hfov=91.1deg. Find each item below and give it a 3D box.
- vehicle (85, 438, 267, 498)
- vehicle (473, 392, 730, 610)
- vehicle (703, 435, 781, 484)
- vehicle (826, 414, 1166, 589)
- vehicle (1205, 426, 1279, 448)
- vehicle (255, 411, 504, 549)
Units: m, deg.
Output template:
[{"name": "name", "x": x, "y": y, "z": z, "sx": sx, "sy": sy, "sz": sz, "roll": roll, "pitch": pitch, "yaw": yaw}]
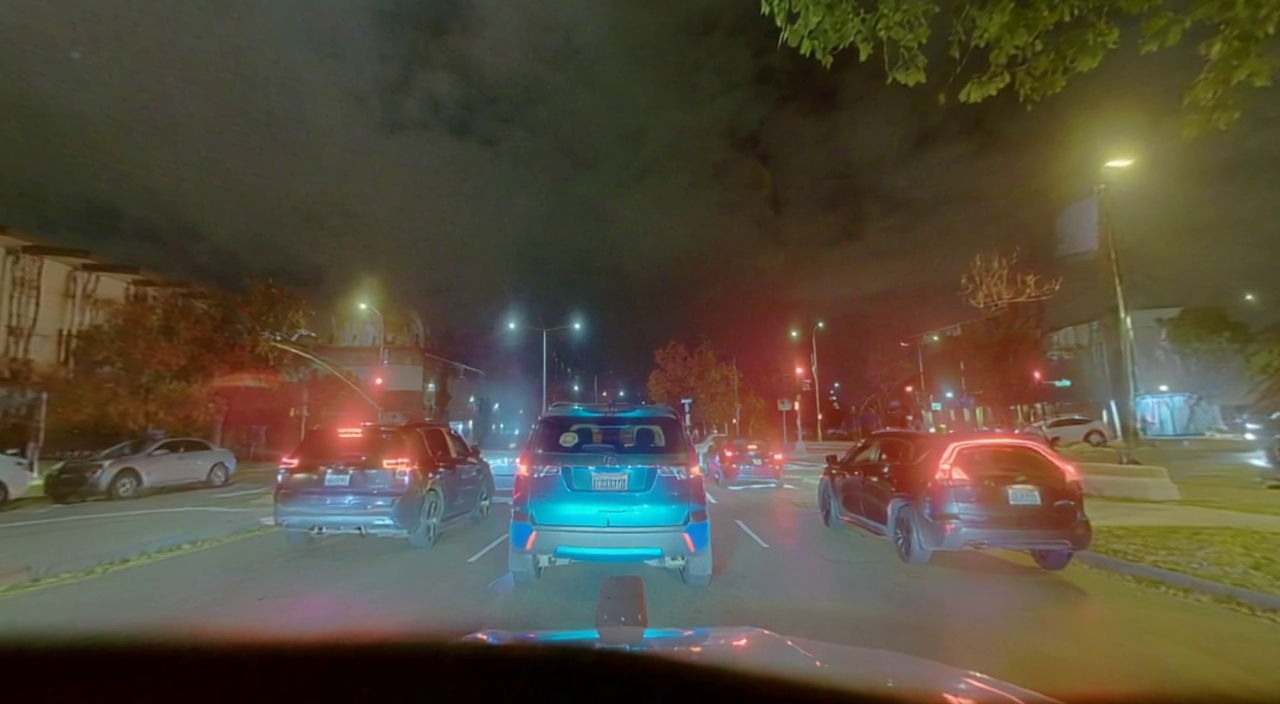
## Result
[{"name": "vehicle", "x": -15.240, "y": 3.803, "z": 21.149, "sx": 1.972, "sy": 1.759, "sz": 5.347, "roll": 0, "pitch": -8, "yaw": 1}, {"name": "vehicle", "x": -0.238, "y": 1.471, "z": 7.069, "sx": 2.022, "sy": 1.700, "sz": 4.084, "roll": 0, "pitch": -8, "yaw": 2}, {"name": "vehicle", "x": 3.319, "y": 3.563, "z": 21.158, "sx": 1.948, "sy": 1.475, "sz": 4.093, "roll": 0, "pitch": -8, "yaw": 0}, {"name": "vehicle", "x": 3.775, "y": 1.629, "z": 7.629, "sx": 1.847, "sy": 1.554, "sz": 3.885, "roll": 0, "pitch": -8, "yaw": 0}, {"name": "vehicle", "x": 44.645, "y": 6.230, "z": 45.820, "sx": 4.624, "sy": 1.515, "sz": 1.754, "roll": -4, "pitch": -9, "yaw": 24}, {"name": "vehicle", "x": -3.740, "y": 1.917, "z": 10.073, "sx": 2.012, "sy": 1.701, "sz": 4.316, "roll": 0, "pitch": -8, "yaw": 2}]
